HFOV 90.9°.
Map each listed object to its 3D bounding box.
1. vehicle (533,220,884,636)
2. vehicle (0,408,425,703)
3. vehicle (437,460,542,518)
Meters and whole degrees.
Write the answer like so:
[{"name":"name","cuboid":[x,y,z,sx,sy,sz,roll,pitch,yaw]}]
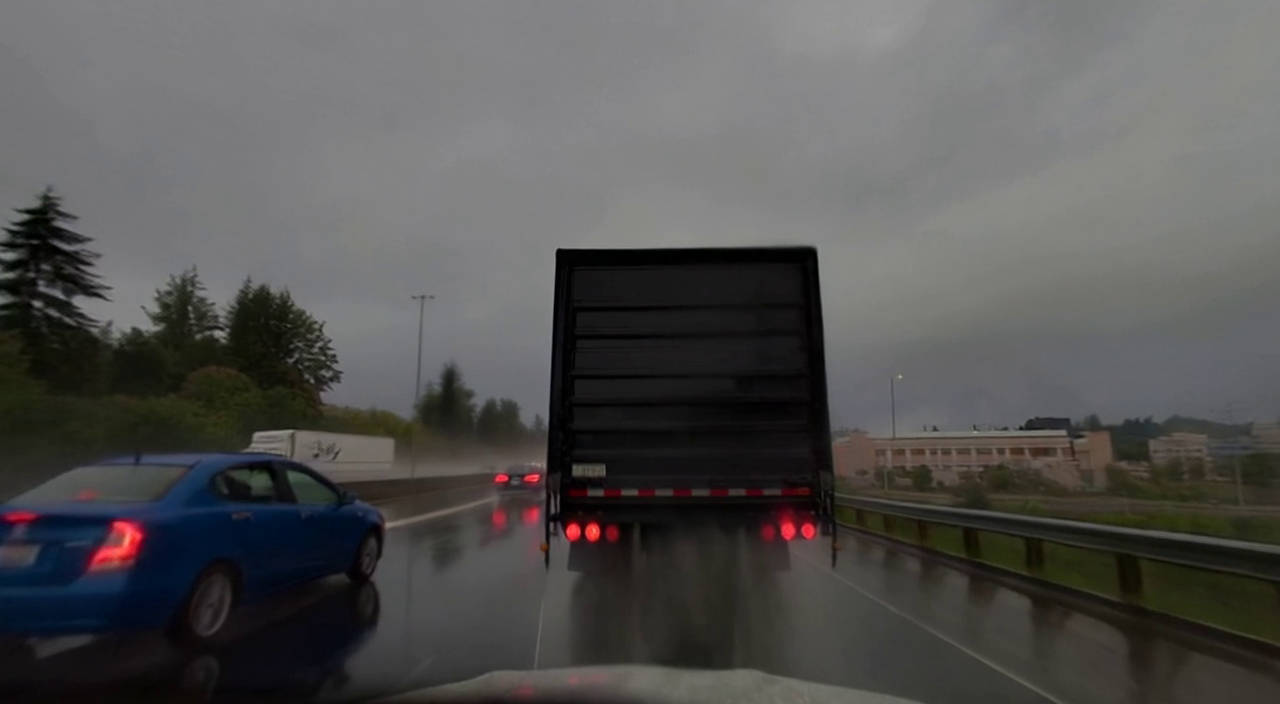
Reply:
[{"name":"vehicle","cuboid":[0.700,1.325,9.685,2.831,3.529,8.689,0,-11,2]},{"name":"vehicle","cuboid":[-3.838,1.515,5.601,1.983,1.575,4.973,0,-10,1]},{"name":"vehicle","cuboid":[-4.287,3.980,18.697,1.891,1.469,4.431,0,-10,1]}]
